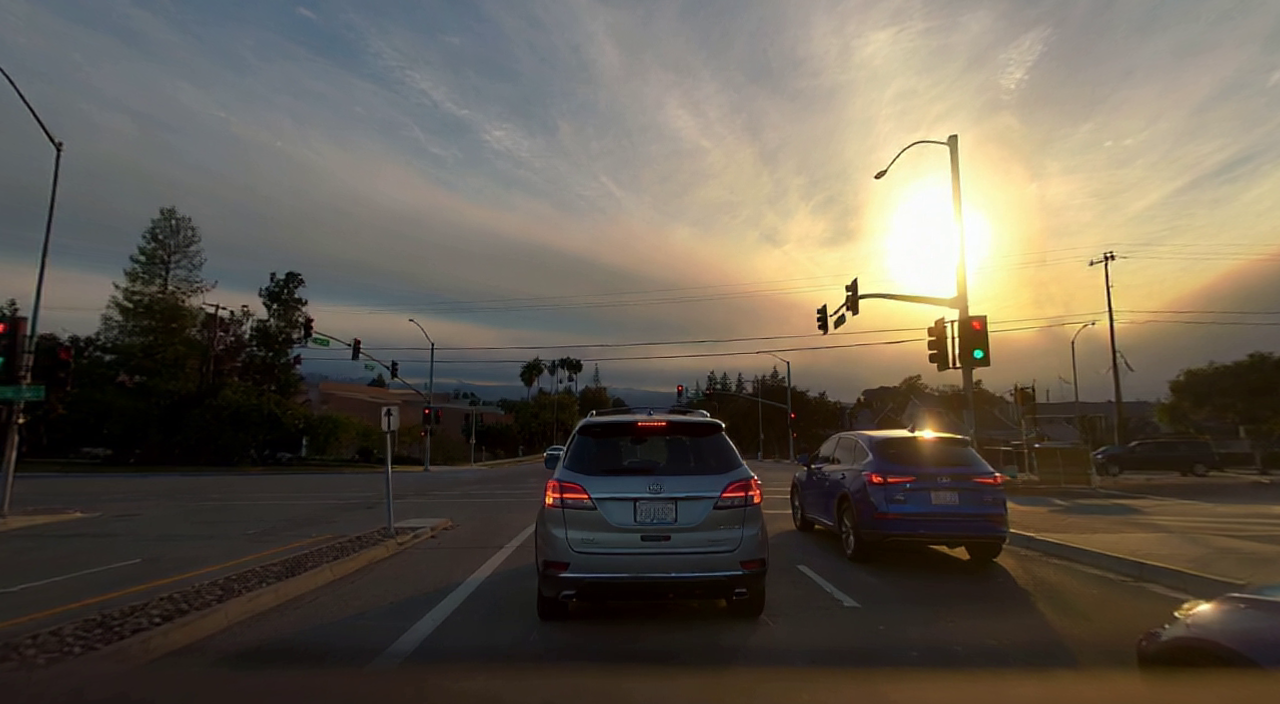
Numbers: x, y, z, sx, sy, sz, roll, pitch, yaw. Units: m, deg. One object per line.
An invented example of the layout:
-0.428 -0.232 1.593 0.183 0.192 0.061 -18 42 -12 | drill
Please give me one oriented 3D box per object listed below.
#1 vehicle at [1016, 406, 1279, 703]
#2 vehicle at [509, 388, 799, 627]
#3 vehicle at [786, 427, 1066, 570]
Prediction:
3.159 0.817 1.427 1.924 1.466 4.461 0 -8 1 | vehicle
0.101 1.497 7.060 2.170 1.793 4.468 0 -8 0 | vehicle
3.521 1.860 8.851 1.861 1.495 4.215 0 -8 -1 | vehicle
